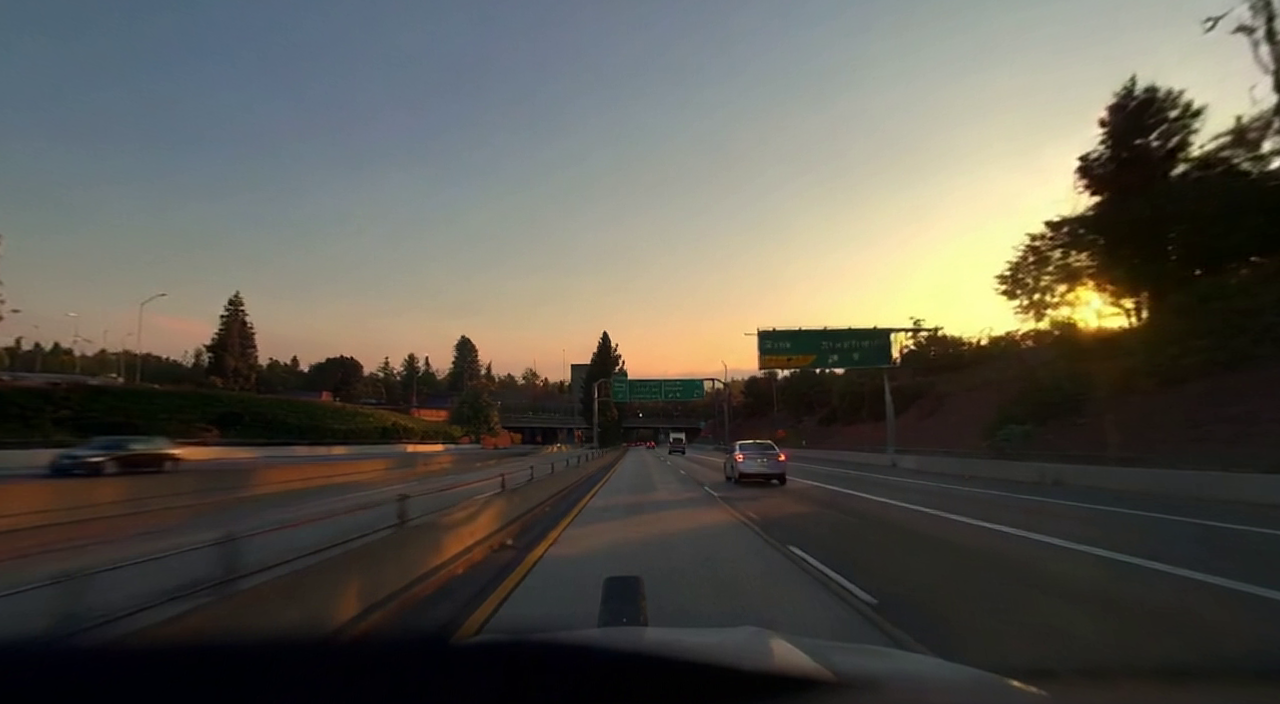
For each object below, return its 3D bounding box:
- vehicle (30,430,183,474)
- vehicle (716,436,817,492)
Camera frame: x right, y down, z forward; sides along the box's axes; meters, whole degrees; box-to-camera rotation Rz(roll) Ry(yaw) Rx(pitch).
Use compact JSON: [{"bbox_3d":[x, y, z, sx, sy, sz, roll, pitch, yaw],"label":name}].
[{"bbox_3d":[-19.600,3.683,23.417,1.938,1.456,4.255,0,-8,0],"label":"vehicle"},{"bbox_3d":[3.625,3.296,18.973,2.091,1.482,4.522,0,-8,0],"label":"vehicle"}]
